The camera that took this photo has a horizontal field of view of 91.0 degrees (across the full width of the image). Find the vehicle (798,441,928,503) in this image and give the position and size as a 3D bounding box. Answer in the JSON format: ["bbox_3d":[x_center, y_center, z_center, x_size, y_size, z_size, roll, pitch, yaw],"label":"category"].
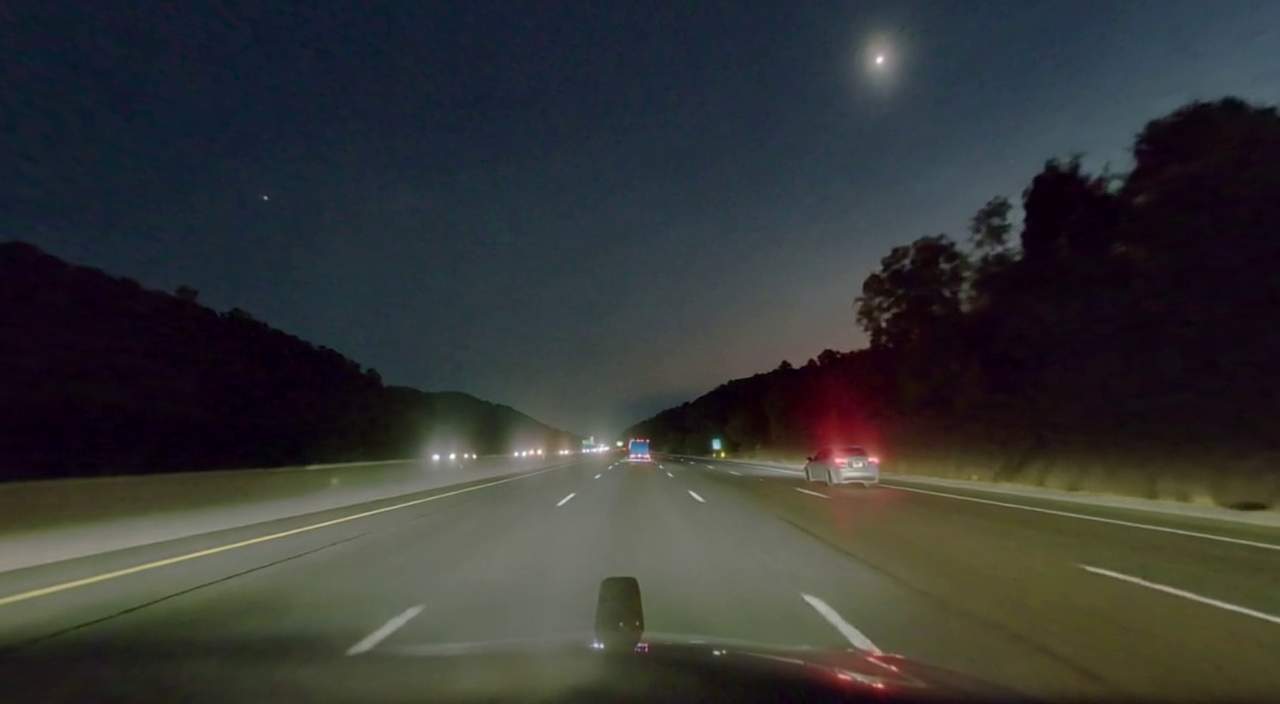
[{"bbox_3d":[5.982,3.258,17.513,1.976,1.495,4.217,0,-9,-1],"label":"vehicle"}]

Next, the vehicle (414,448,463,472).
[{"bbox_3d":[-14.560,7.774,45.720,2.014,1.633,4.543,0,-9,0],"label":"vehicle"}]
